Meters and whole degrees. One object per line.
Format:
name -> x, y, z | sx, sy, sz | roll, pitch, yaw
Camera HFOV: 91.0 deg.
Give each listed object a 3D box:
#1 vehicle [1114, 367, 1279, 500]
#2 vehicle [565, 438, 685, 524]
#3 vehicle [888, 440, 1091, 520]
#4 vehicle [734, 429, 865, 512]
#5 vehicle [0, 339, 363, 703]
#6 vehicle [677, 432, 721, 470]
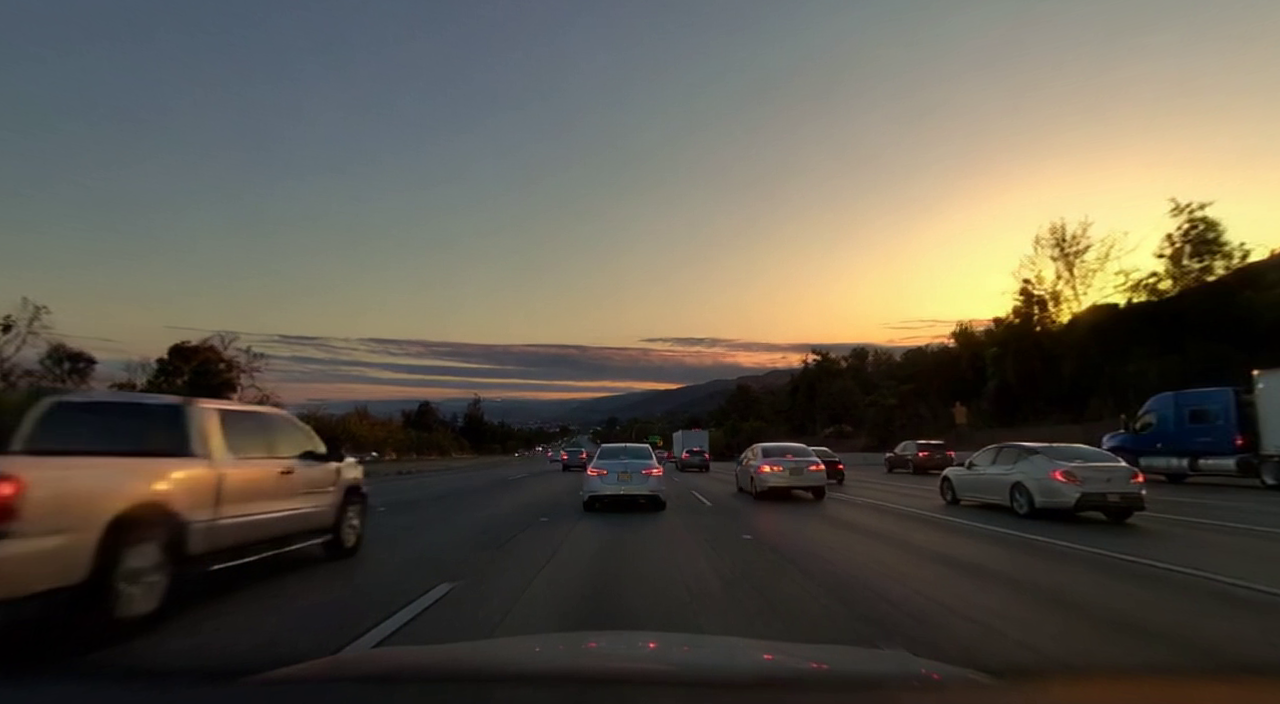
vehicle -> 20.119, 2.672, 20.348 | 3.061, 3.869, 7.169 | 2, -9, -10
vehicle -> -0.220, 2.605, 13.286 | 2.132, 1.499, 4.038 | 0, -9, 1
vehicle -> 7.599, 2.799, 14.349 | 2.021, 1.505, 4.480 | 0, -9, 0
vehicle -> 3.569, 2.734, 14.992 | 2.053, 1.666, 4.106 | 0, -9, 0
vehicle -> -4.072, 1.036, 4.483 | 2.079, 1.741, 4.436 | 0, -9, 1
vehicle -> 3.893, 6.656, 42.423 | 2.440, 2.313, 5.266 | 0, -9, 0
